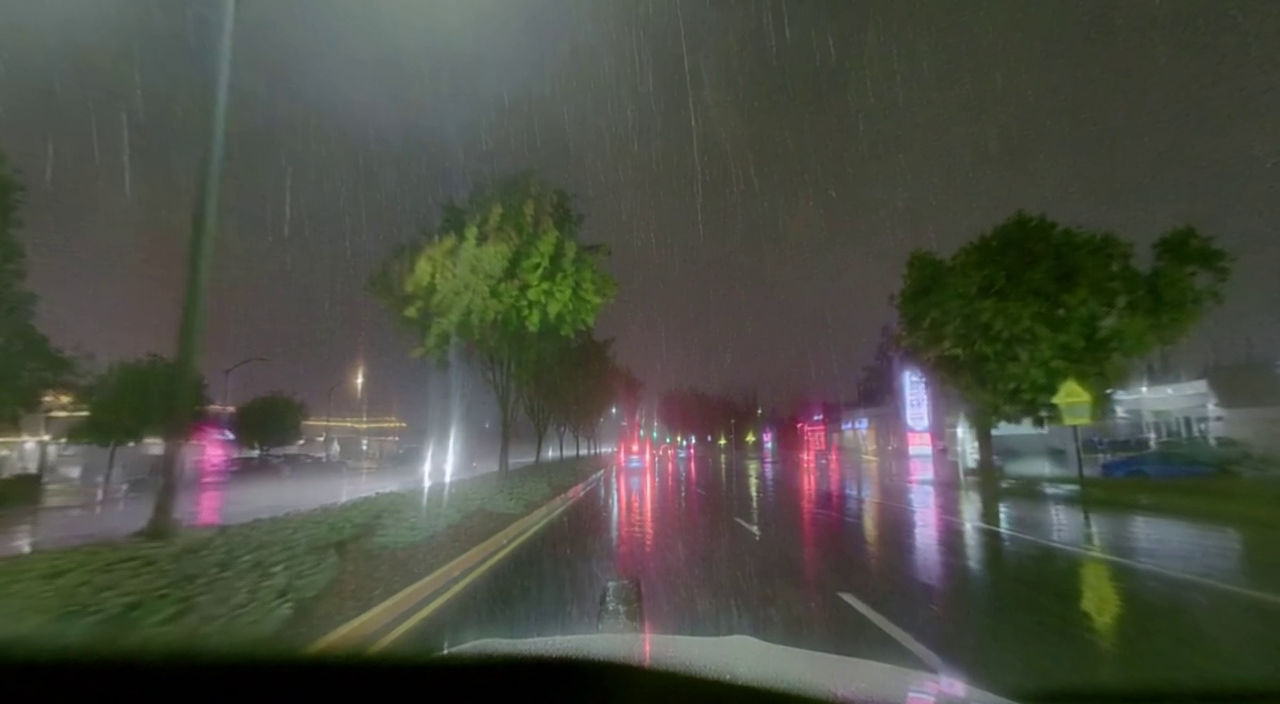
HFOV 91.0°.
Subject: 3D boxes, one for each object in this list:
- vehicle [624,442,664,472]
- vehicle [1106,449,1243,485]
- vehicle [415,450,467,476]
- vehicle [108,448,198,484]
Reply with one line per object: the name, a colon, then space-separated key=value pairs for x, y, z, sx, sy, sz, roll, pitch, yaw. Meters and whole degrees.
vehicle: x=0.140 y=5.517 z=33.177 sx=1.998 sy=1.452 sz=3.773 roll=0 pitch=-8 yaw=-1
vehicle: x=24.336 y=5.205 z=28.926 sx=1.863 sy=1.454 sz=4.758 roll=1 pitch=-9 yaw=-5
vehicle: x=-12.526 y=7.010 z=39.951 sx=1.833 sy=1.469 sz=4.343 roll=0 pitch=-8 yaw=1
vehicle: x=-28.198 y=6.581 z=36.676 sx=2.061 sy=1.871 sz=5.360 roll=2 pitch=-9 yaw=-14
